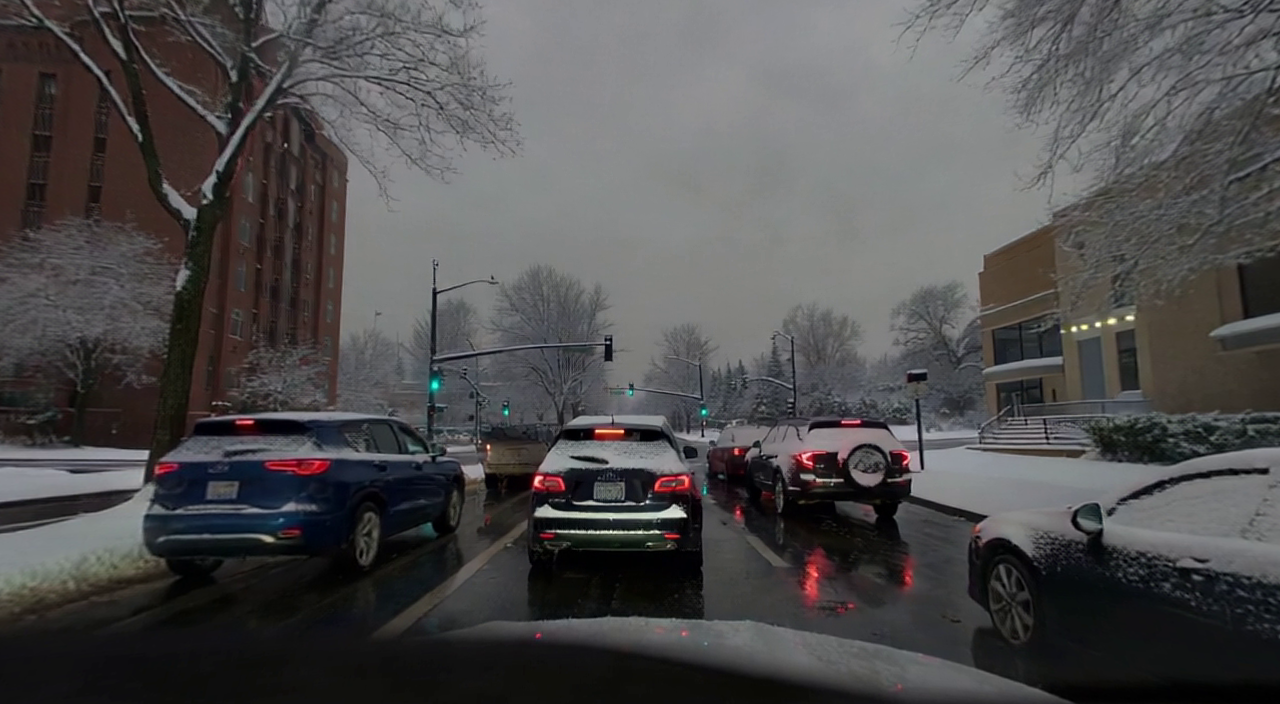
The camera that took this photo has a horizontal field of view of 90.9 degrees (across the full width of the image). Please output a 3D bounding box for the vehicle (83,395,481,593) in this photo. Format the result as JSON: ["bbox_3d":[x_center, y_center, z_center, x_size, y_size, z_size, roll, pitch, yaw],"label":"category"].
[{"bbox_3d":[-3.755,1.595,7.994,2.141,1.718,4.809,0,-8,1],"label":"vehicle"}]

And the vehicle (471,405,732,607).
[{"bbox_3d":[-0.356,1.584,7.431,2.114,1.631,4.459,0,-8,-1],"label":"vehicle"}]

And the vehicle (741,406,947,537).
[{"bbox_3d":[3.336,2.081,11.546,2.117,1.879,4.715,0,-8,-1],"label":"vehicle"}]

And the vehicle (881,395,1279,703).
[{"bbox_3d":[3.239,1.069,3.425,2.045,1.459,4.462,0,-8,-1],"label":"vehicle"}]
